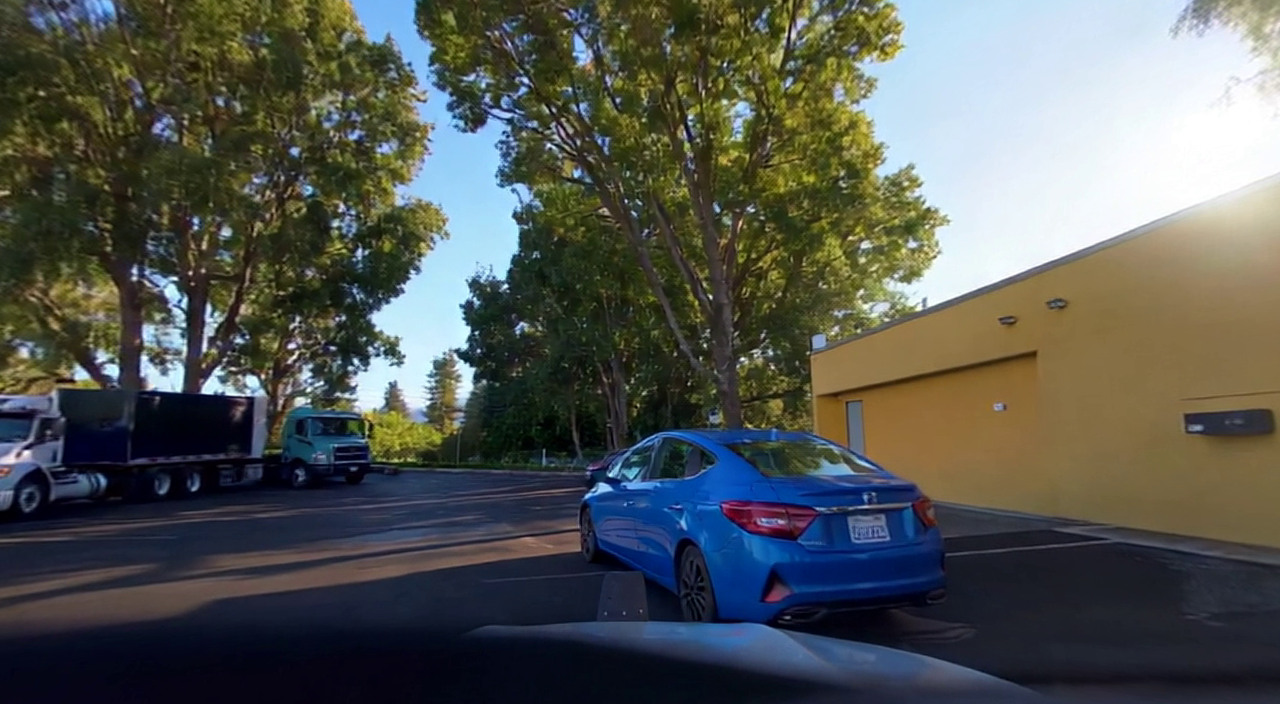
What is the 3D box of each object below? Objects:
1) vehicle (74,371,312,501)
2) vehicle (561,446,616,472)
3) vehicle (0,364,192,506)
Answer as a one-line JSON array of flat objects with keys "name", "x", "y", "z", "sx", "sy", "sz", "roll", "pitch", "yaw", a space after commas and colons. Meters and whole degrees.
[{"name": "vehicle", "x": -17.614, "y": 3.344, "z": 24.396, "sx": 11.906, "sy": 4.069, "sz": 2.948, "roll": -6, "pitch": -11, "yaw": 33}, {"name": "vehicle", "x": -3.202, "y": 6.706, "z": 39.614, "sx": 1.809, "sy": 1.506, "sz": 3.473, "roll": -5, "pitch": -10, "yaw": 29}, {"name": "vehicle", "x": -19.897, "y": 2.958, "z": 21.781, "sx": 11.512, "sy": 3.871, "sz": 3.038, "roll": -6, "pitch": -11, "yaw": 34}]
